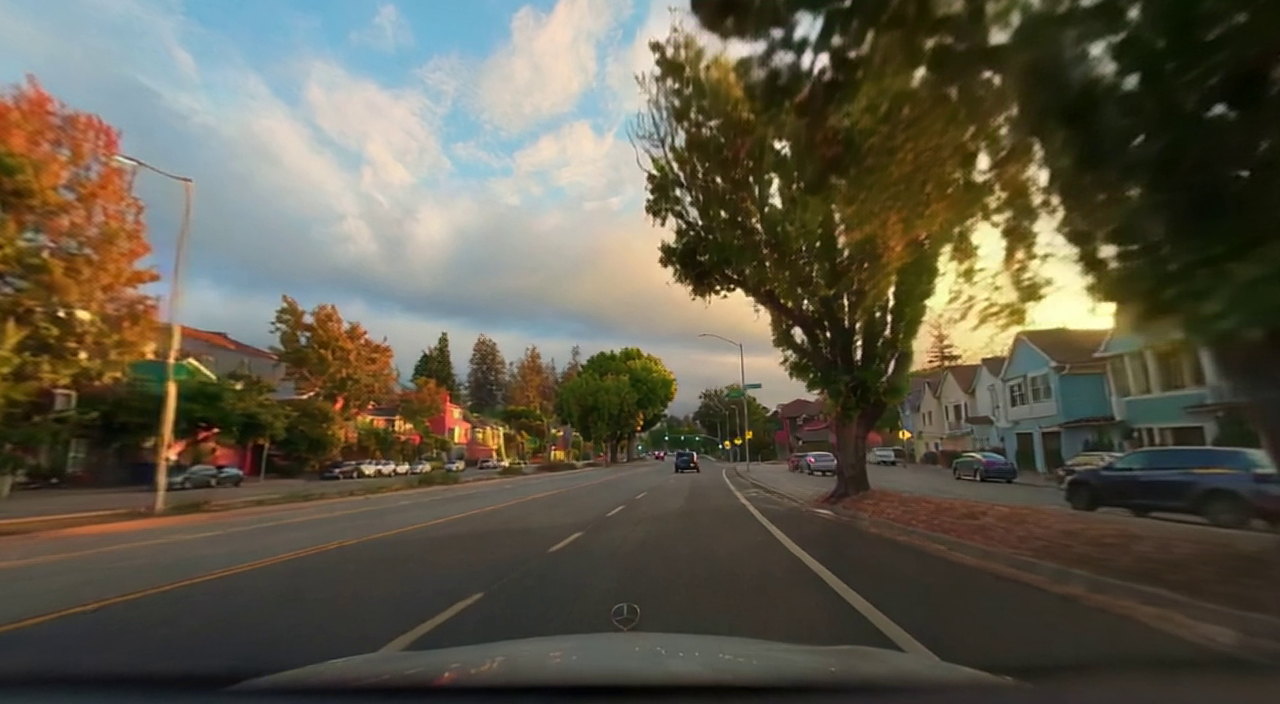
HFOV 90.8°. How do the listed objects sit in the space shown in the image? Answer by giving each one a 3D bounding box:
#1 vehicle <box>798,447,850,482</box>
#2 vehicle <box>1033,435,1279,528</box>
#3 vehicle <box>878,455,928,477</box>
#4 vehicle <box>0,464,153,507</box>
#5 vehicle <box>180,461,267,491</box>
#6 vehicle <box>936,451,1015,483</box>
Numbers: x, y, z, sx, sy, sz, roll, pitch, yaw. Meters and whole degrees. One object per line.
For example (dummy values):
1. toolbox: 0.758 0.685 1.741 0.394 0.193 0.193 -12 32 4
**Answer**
1. vehicle: 11.476 7.148 39.787 1.923 1.741 4.683 -4 -14 2
2. vehicle: 10.453 2.669 12.776 1.988 1.487 4.479 -1 -13 -1
3. vehicle: 18.879 8.183 45.582 1.969 1.465 4.930 -1 -9 6
4. vehicle: -22.143 5.181 24.889 1.880 1.455 4.599 -1 -9 7
5. vehicle: -26.496 7.879 40.425 2.032 1.799 4.636 -1 -9 6
6. vehicle: 17.573 6.051 33.362 1.940 1.556 4.542 -1 -9 4
